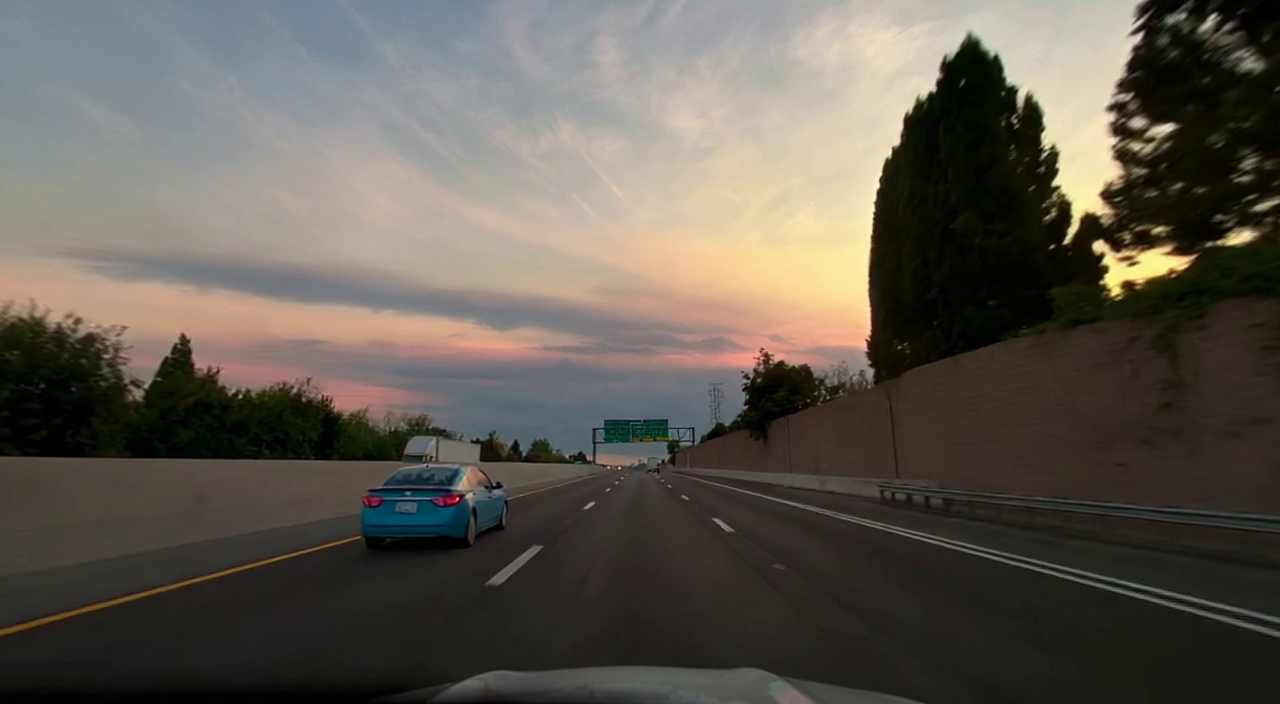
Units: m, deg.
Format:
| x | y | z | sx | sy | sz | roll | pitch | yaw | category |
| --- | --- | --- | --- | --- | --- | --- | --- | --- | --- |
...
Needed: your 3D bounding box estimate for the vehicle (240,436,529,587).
| x | y | z | sx | sy | sz | roll | pitch | yaw | category |
| --- | --- | --- | --- | --- | --- | --- | --- | --- | --- |
| -3.019 | 2.045 | 8.778 | 2.045 | 1.487 | 4.582 | 1 | -10 | 0 | vehicle |
